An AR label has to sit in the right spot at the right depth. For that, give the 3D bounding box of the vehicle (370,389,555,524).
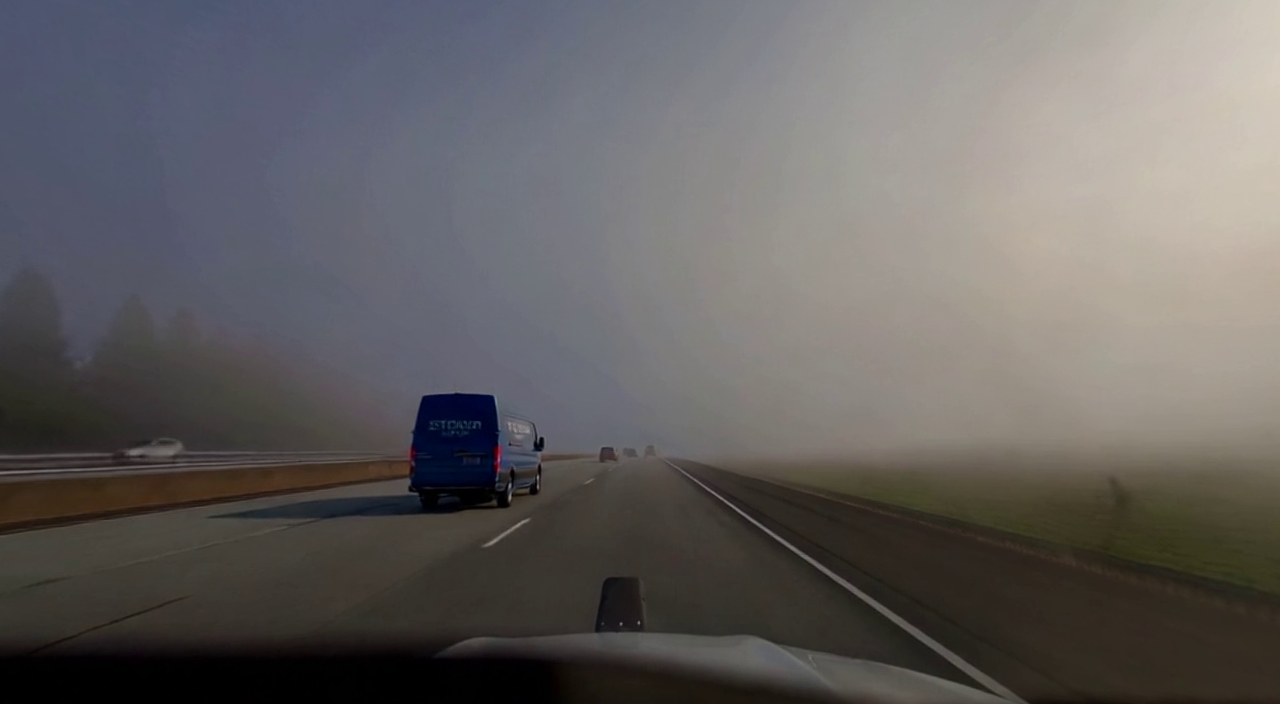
[{"bbox_3d":[-3.484,2.226,13.780,2.360,2.367,5.223,0,-9,2],"label":"vehicle"}]
